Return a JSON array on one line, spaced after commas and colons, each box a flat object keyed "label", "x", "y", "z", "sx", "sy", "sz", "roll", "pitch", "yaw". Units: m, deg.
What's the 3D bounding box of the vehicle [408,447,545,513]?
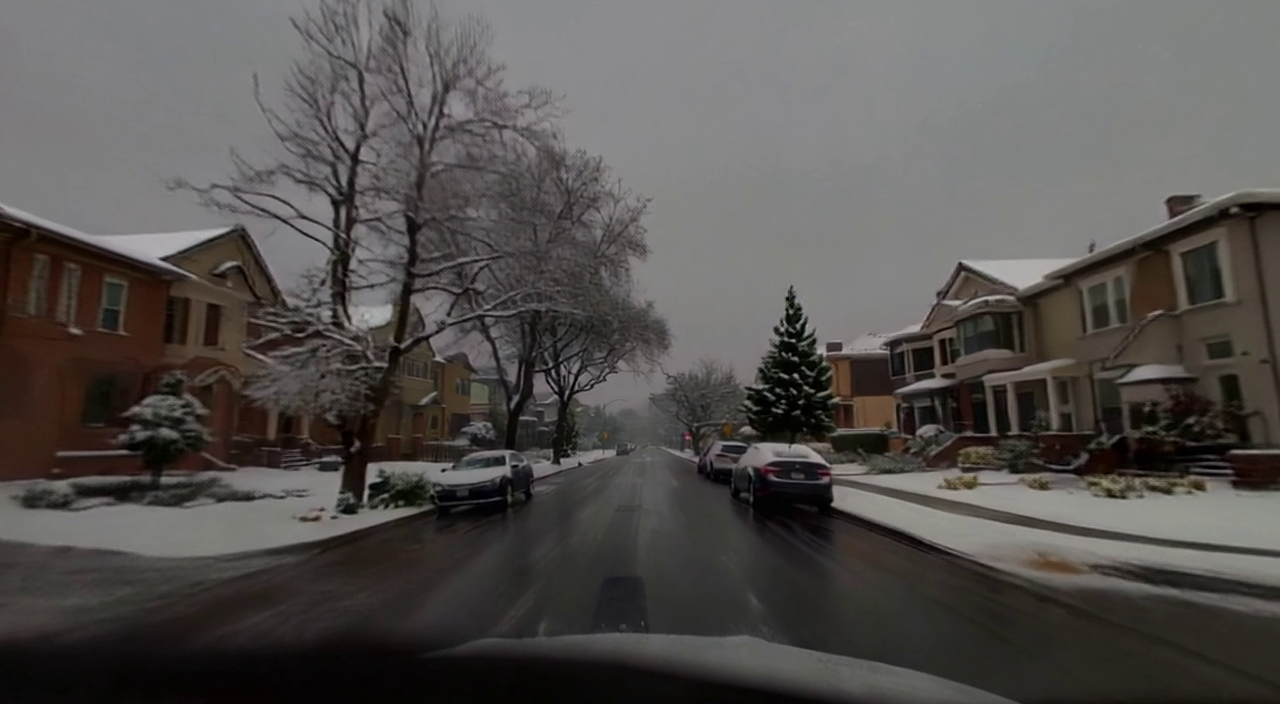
[{"label": "vehicle", "x": -3.756, "y": 3.006, "z": 15.319, "sx": 1.995, "sy": 1.330, "sz": 4.080, "roll": -1, "pitch": -8, "yaw": 4}]

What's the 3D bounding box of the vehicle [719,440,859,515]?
[{"label": "vehicle", "x": 3.244, "y": 2.846, "z": 15.011, "sx": 2.000, "sy": 1.456, "sz": 5.251, "roll": 0, "pitch": -8, "yaw": -1}]
